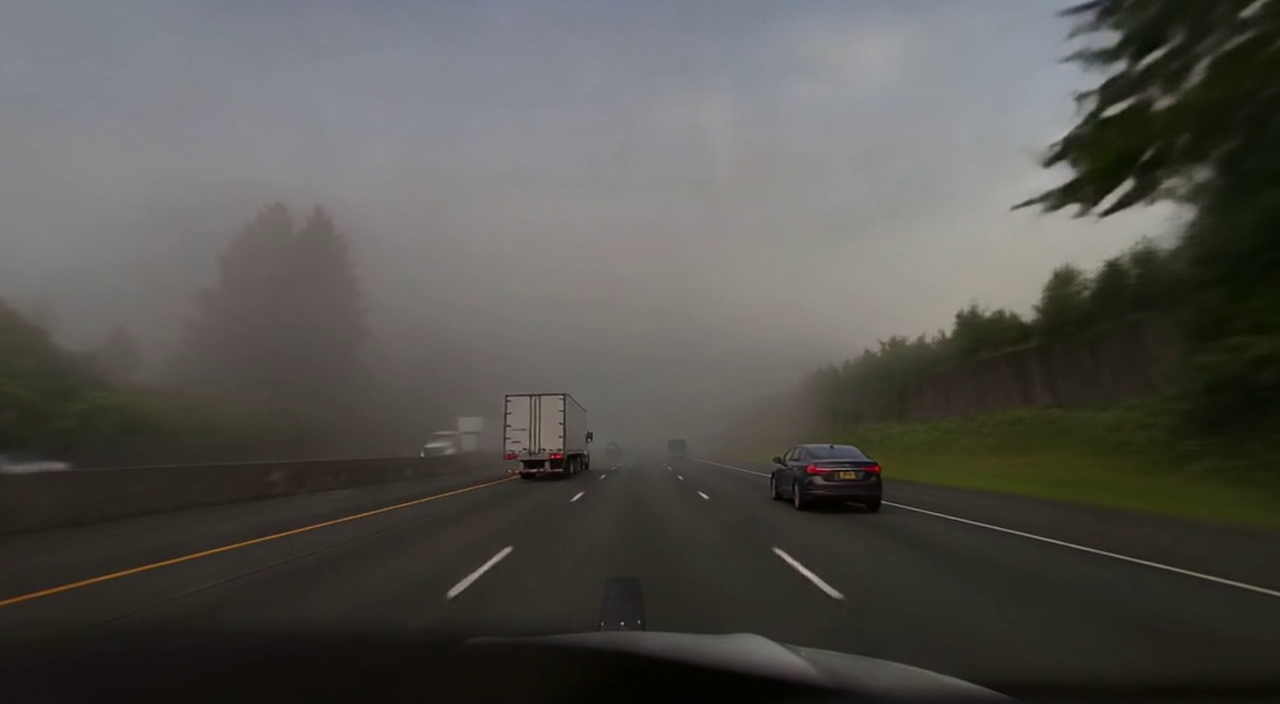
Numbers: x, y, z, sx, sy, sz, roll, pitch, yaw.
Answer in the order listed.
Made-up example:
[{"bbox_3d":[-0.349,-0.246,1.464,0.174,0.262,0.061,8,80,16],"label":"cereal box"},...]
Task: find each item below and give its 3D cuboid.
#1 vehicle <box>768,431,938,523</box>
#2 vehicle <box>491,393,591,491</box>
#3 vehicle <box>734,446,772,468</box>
[{"bbox_3d":[4.048,2.444,12.813,1.983,1.545,4.038,0,-9,-1],"label":"vehicle"},{"bbox_3d":[-3.490,3.474,24.044,2.667,3.195,6.731,0,-9,0],"label":"vehicle"},{"bbox_3d":[8.117,7.565,45.609,1.876,1.475,4.185,0,-9,-1],"label":"vehicle"}]
